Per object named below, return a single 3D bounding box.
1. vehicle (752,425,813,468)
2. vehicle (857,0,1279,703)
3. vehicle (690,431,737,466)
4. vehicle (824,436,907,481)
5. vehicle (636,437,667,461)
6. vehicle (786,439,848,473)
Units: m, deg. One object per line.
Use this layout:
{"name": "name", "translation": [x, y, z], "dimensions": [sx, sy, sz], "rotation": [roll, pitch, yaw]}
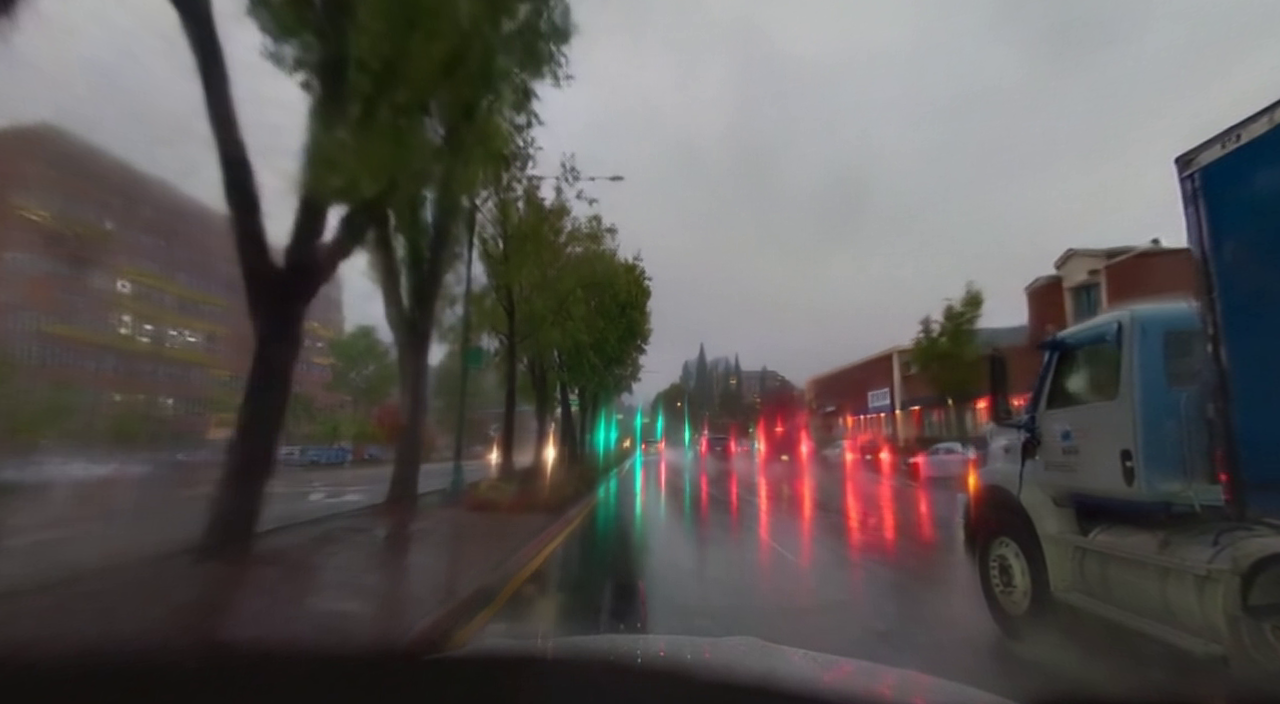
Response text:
{"name": "vehicle", "translation": [8.319, 5.576, 37.228], "dimensions": [2.539, 2.328, 4.769], "rotation": [-1, -8, 1]}
{"name": "vehicle", "translation": [3.670, -0.295, 2.215], "dimensions": [3.006, 3.679, 8.506], "rotation": [-1, -8, 2]}
{"name": "vehicle", "translation": [4.232, 5.664, 37.129], "dimensions": [2.196, 1.908, 4.412], "rotation": [-1, -8, 0]}
{"name": "vehicle", "translation": [8.415, 3.971, 23.850], "dimensions": [1.715, 1.529, 3.815], "rotation": [-1, -8, 0]}
{"name": "vehicle", "translation": [0.938, 7.443, 48.450], "dimensions": [2.276, 1.704, 3.925], "rotation": [-1, -8, 2]}
{"name": "vehicle", "translation": [8.269, 4.860, 29.741], "dimensions": [1.733, 1.441, 4.073], "rotation": [-1, -8, 0]}
